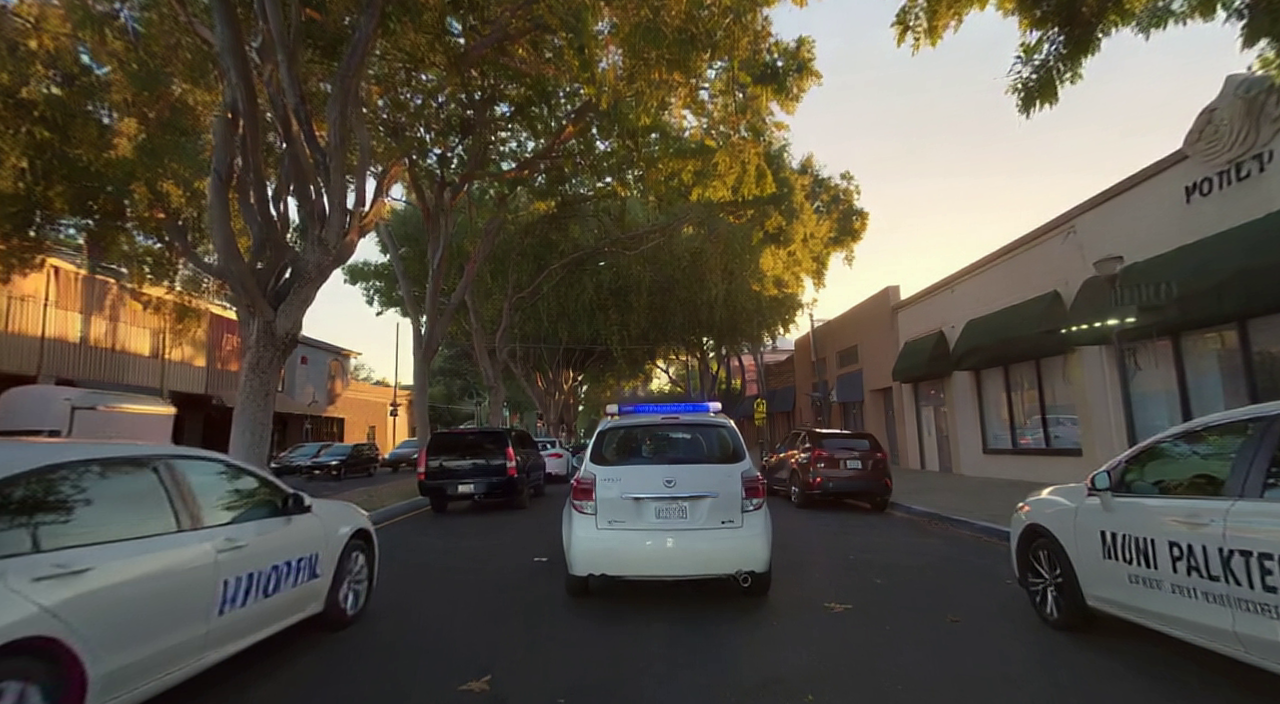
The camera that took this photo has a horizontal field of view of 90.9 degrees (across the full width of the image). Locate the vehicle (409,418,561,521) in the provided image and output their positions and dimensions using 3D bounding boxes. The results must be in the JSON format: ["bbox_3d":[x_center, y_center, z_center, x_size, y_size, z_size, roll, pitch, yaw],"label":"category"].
[{"bbox_3d":[-3.040,2.425,13.497,2.135,1.806,4.514,0,-8,-1],"label":"vehicle"}]

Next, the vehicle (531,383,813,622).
[{"bbox_3d":[0.222,1.410,6.758,2.075,1.770,4.018,0,-8,-1],"label":"vehicle"}]

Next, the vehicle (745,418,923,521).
[{"bbox_3d":[4.056,2.577,14.503,2.038,1.865,5.786,0,-8,-2],"label":"vehicle"}]

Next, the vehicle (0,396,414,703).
[{"bbox_3d":[-2.952,1.096,3.412,1.908,1.474,4.257,0,-8,-1],"label":"vehicle"}]

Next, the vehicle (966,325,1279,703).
[{"bbox_3d":[4.007,0.895,3.219,1.987,1.877,5.330,2,-8,2],"label":"vehicle"}]
